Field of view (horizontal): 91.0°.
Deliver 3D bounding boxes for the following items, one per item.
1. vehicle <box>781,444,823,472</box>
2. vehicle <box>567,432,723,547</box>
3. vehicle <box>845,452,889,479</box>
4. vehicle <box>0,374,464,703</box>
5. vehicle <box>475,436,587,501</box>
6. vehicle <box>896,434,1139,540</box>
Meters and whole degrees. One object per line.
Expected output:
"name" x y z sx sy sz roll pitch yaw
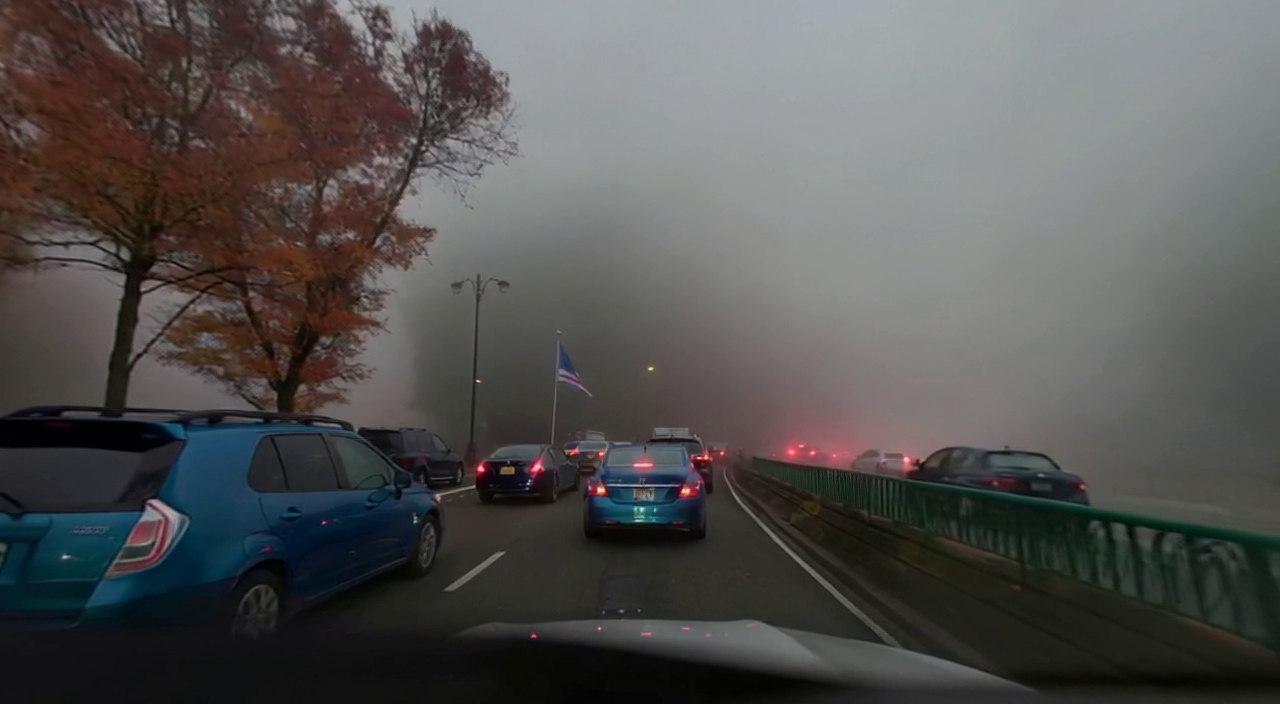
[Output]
"vehicle" 9.678 6.357 37.888 1.944 1.544 4.301 -1 -9 8
"vehicle" 0.204 2.173 10.658 2.090 1.506 4.276 0 -9 4
"vehicle" 14.072 7.025 39.211 1.749 1.481 3.808 -1 -9 8
"vehicle" -3.118 1.235 5.001 1.988 1.635 4.260 0 -9 3
"vehicle" -2.853 3.178 17.632 1.974 1.549 4.603 0 -9 5
"vehicle" 6.844 2.461 12.194 2.011 1.610 4.568 0 -9 2
